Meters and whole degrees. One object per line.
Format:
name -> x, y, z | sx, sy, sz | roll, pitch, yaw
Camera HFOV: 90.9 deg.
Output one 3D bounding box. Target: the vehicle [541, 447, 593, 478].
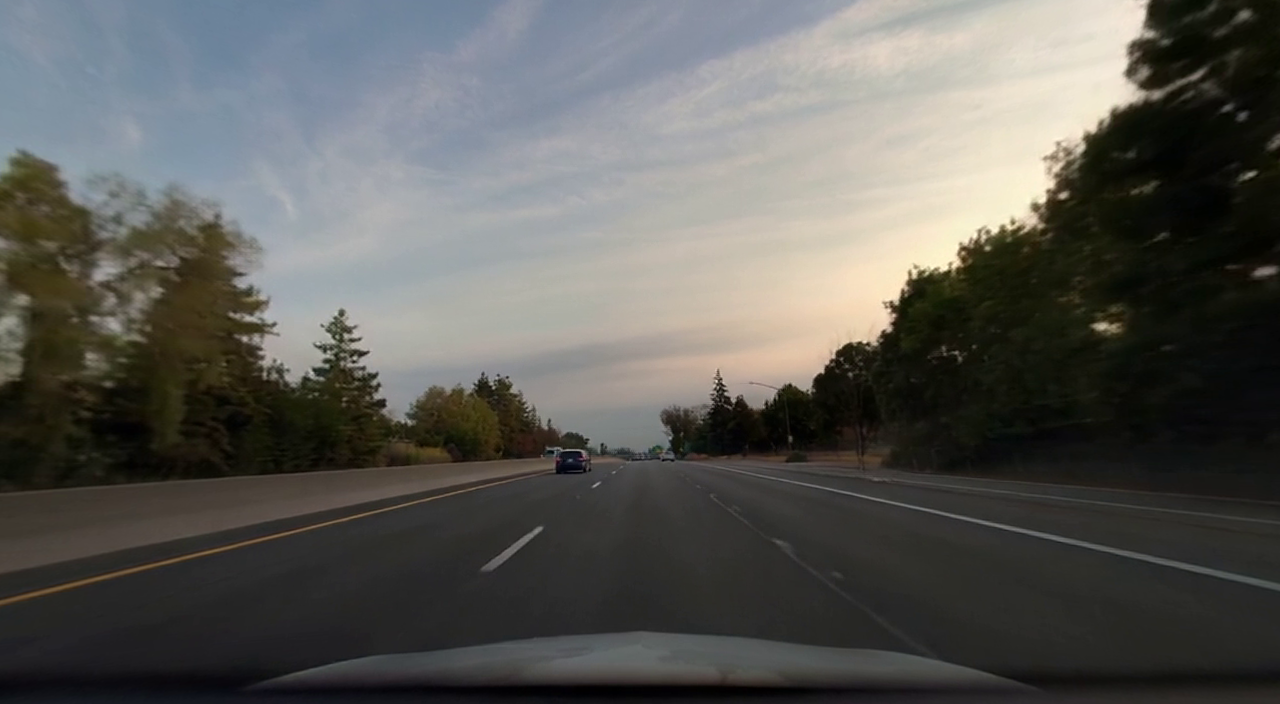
vehicle -> -3.845, 5.939, 34.147 | 2.128, 1.521, 5.409 | 0, -9, 1
